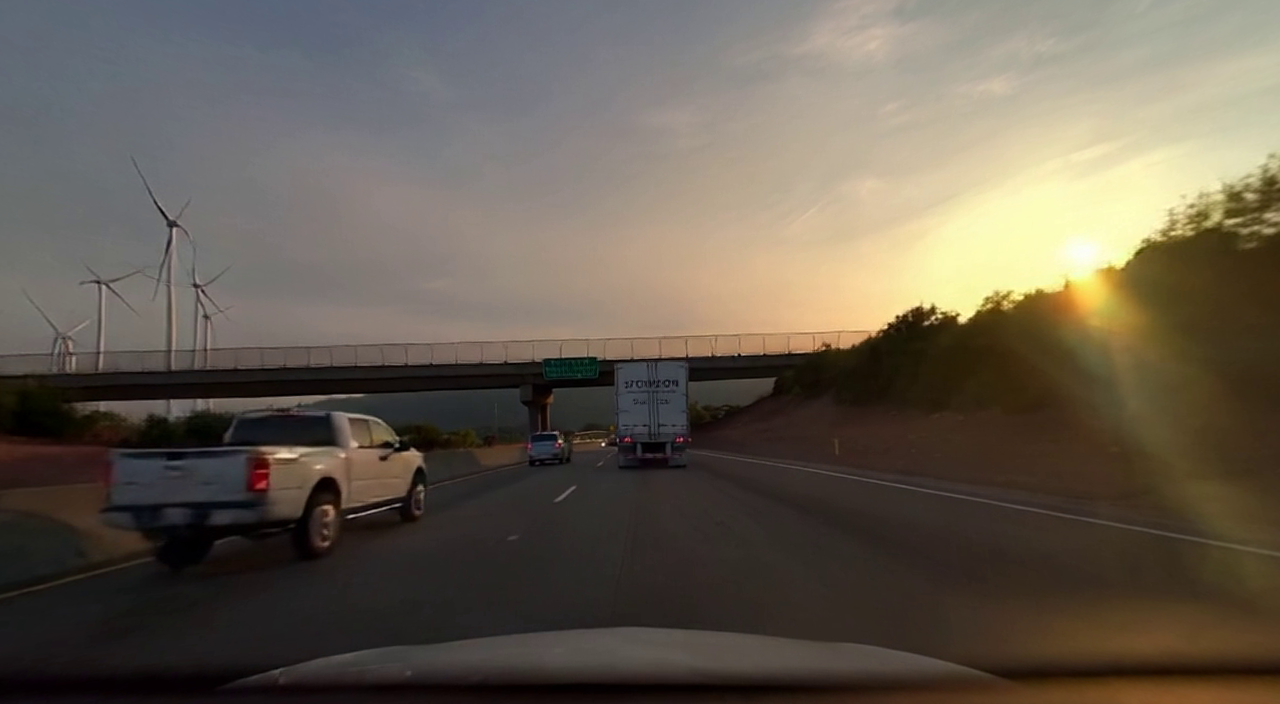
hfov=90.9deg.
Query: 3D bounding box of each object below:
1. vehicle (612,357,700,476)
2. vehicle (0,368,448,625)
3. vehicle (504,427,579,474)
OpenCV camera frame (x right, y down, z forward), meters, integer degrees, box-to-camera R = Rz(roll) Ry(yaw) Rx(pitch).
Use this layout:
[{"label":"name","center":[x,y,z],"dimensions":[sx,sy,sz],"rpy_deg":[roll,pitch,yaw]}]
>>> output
[{"label":"vehicle","center":[0.508,2.991,27.516],"dimensions":[2.906,3.990,12.551],"rpy_deg":[0,-8,0]},{"label":"vehicle","center":[-3.938,1.319,6.812],"dimensions":[2.283,1.814,4.568],"rpy_deg":[0,-8,0]},{"label":"vehicle","center":[-3.807,3.893,25.258],"dimensions":[2.167,1.686,4.946],"rpy_deg":[0,-8,1]}]
